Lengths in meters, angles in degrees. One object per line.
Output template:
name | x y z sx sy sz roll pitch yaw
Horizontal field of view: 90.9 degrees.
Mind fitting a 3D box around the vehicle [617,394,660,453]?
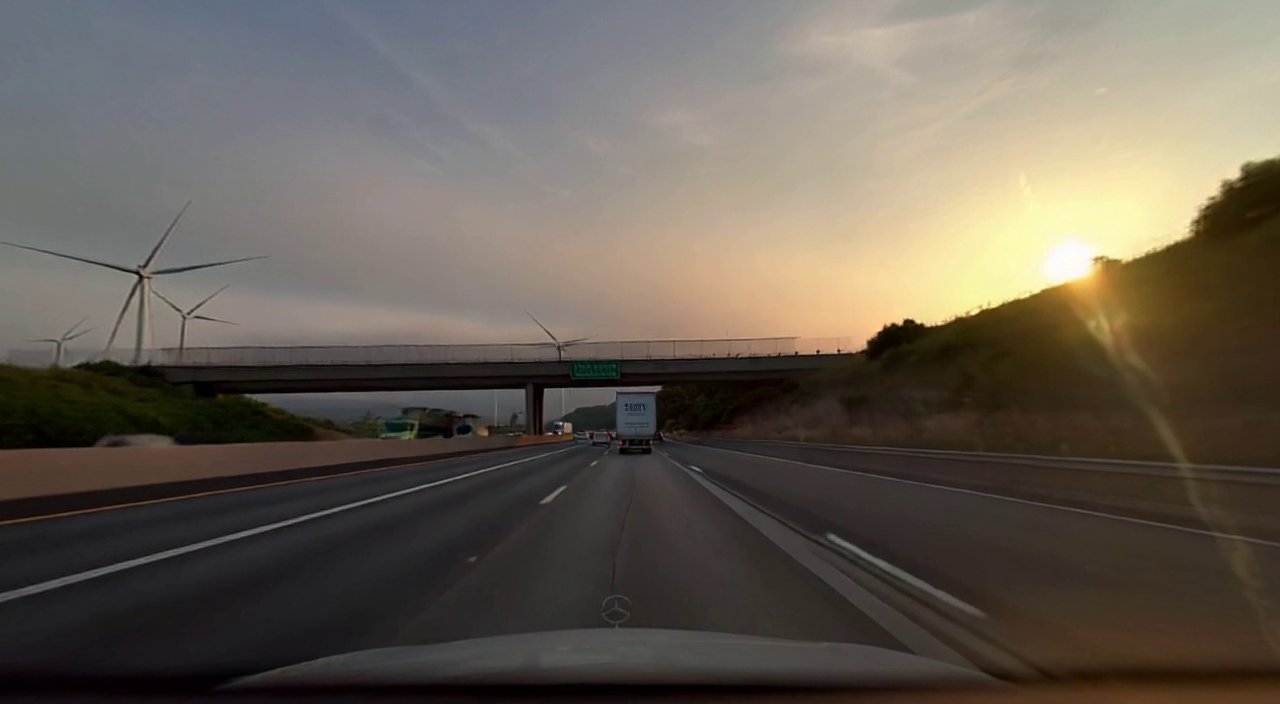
vehicle | -0.251 5.702 49.040 2.906 3.990 12.551 0 -8 -1

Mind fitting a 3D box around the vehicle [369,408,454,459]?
vehicle | -16.859 6.168 47.510 2.928 3.408 9.523 0 -8 -1
